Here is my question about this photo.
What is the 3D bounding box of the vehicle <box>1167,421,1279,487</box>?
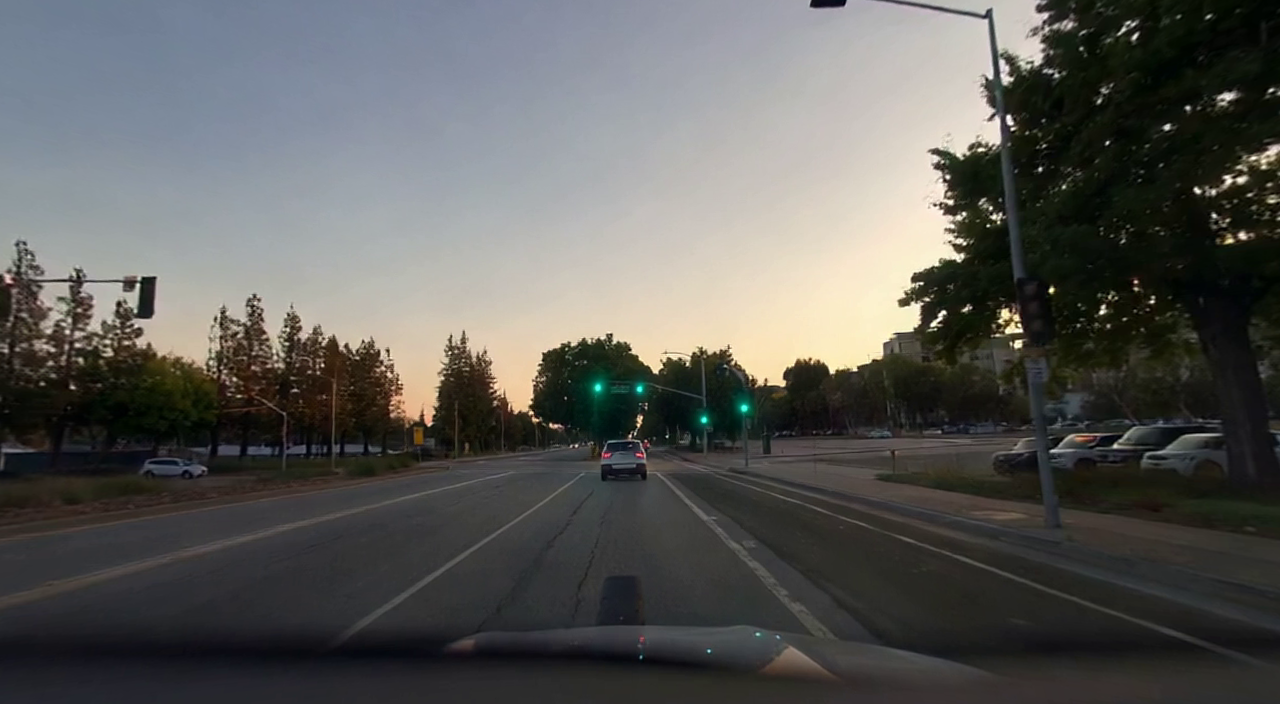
[{"bbox_3d":[16.132,2.551,16.206,3.499,1.419,1.792,-4,-8,-1],"label":"vehicle"}]

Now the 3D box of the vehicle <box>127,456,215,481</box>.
[{"bbox_3d":[-35.000,8.690,47.234,4.884,1.736,2.049,0,-9,-1],"label":"vehicle"}]

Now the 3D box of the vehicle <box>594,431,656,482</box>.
[{"bbox_3d":[-0.565,3.908,23.806,2.130,1.711,4.038,0,-9,-1],"label":"vehicle"}]
